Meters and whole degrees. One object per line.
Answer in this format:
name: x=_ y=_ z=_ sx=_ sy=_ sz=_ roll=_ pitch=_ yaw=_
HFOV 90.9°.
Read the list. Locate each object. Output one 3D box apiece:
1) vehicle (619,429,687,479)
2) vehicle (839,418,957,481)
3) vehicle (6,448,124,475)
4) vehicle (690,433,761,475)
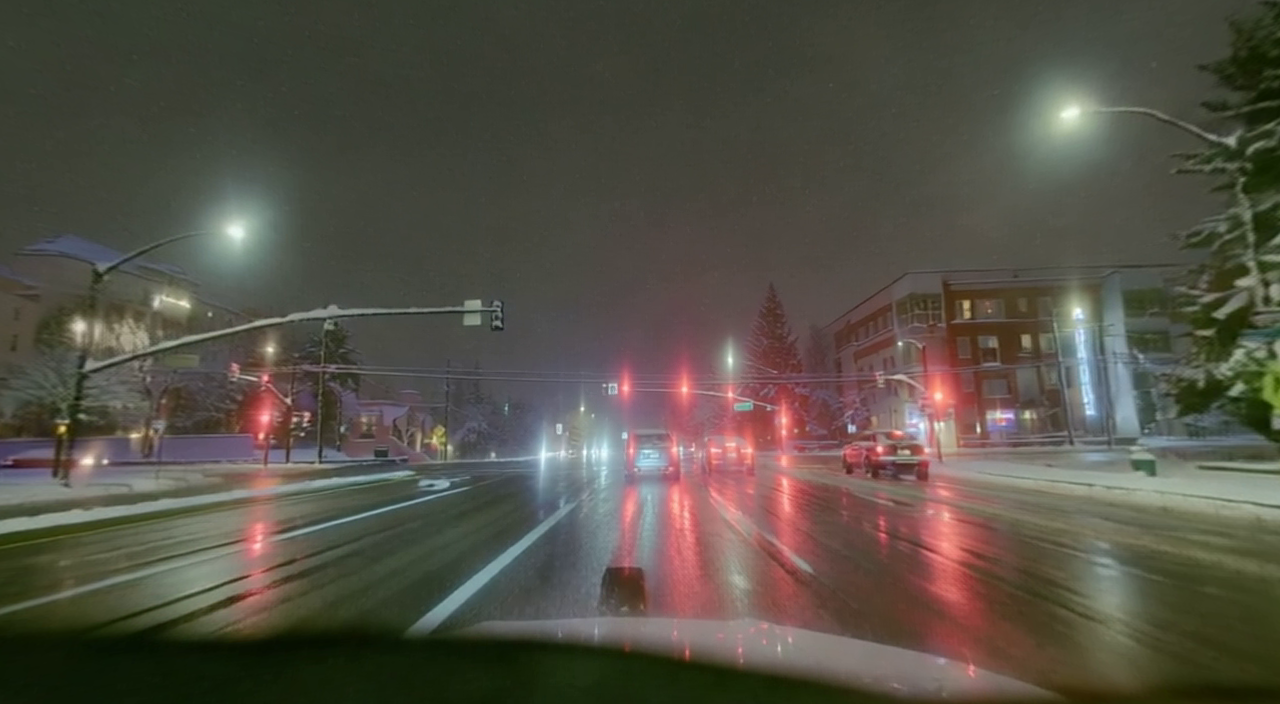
vehicle: x=0.405 y=3.510 z=21.851 sx=2.099 sy=1.516 sz=4.681 roll=0 pitch=-8 yaw=0
vehicle: x=8.644 y=3.330 z=21.719 sx=2.132 sy=1.892 sz=4.851 roll=-1 pitch=-8 yaw=2
vehicle: x=-32.478 y=6.183 z=35.733 sx=4.448 sy=1.422 sz=1.890 roll=2 pitch=-9 yaw=-13
vehicle: x=3.157 y=3.870 z=24.045 sx=1.994 sy=1.436 sz=4.169 roll=0 pitch=-8 yaw=-2
